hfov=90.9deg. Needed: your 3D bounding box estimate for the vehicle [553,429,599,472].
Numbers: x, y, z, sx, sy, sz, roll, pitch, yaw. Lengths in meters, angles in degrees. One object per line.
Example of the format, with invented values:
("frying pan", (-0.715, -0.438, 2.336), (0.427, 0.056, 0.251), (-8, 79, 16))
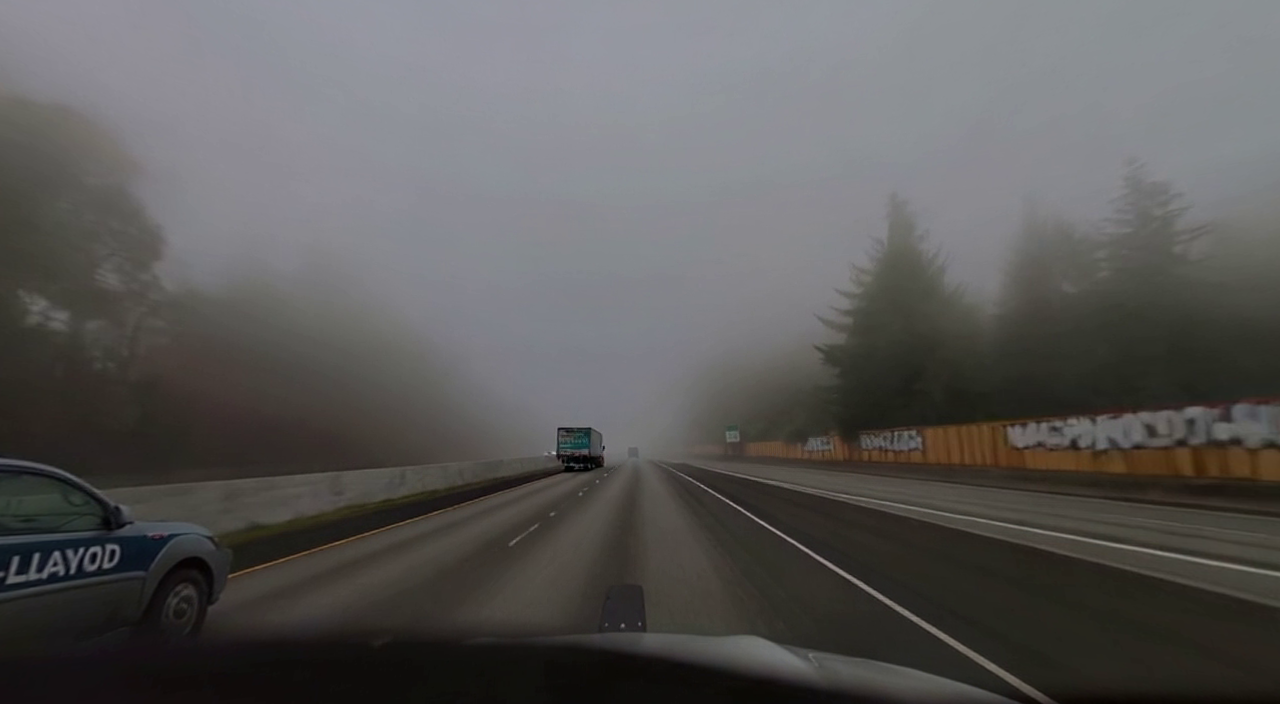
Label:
("vehicle", (-3.950, 6.232, 39.853), (2.305, 2.517, 5.486), (0, -9, 0))
